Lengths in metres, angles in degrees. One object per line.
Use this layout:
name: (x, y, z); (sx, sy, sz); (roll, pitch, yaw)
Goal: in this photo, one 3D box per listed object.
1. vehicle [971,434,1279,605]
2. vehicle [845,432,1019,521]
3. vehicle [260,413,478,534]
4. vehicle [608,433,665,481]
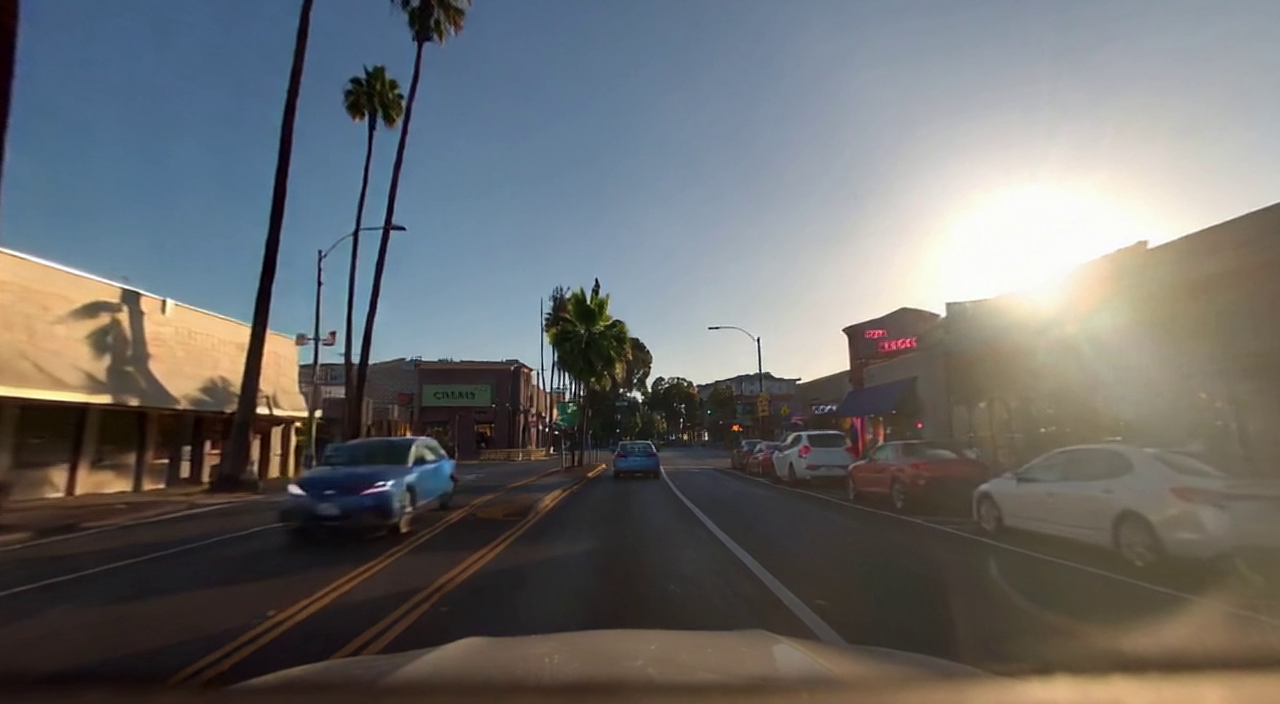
vehicle: (6.260, 1.814, 7.873); (1.885, 1.506, 4.302); (0, -8, -1)
vehicle: (6.089, 2.608, 13.828); (1.747, 1.619, 4.157); (0, -8, -1)
vehicle: (-4.630, 2.141, 11.721); (2.188, 1.797, 4.358); (0, -8, -1)
vehicle: (-0.178, 4.100, 24.962); (2.063, 1.664, 4.471); (0, -8, -1)
